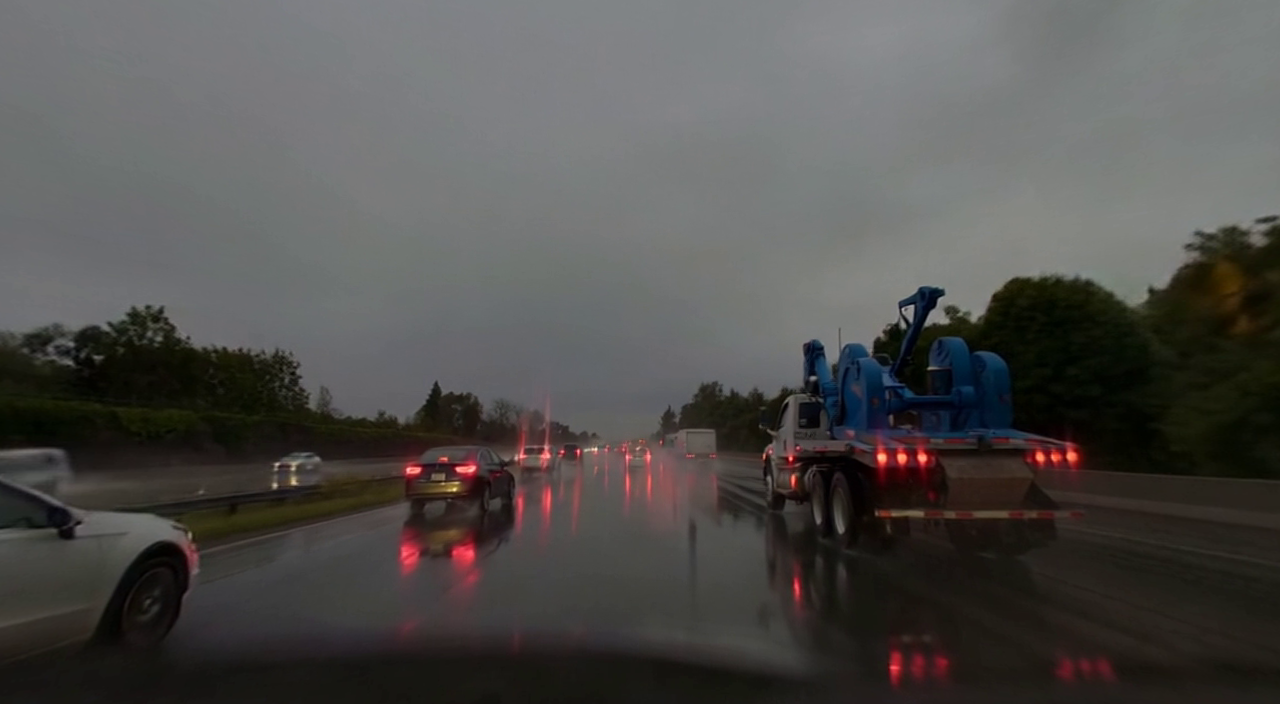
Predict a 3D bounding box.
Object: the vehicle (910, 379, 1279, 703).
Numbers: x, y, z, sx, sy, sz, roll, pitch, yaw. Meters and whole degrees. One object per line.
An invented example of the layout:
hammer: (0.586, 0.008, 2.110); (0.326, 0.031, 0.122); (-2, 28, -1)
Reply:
vehicle: (4.062, 1.047, 3.414); (2.599, 1.631, 5.693); (0, -9, -1)

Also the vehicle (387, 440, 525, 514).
vehicle: (-4.238, 2.946, 15.328); (1.880, 1.507, 4.757); (0, -9, 0)

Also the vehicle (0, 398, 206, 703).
vehicle: (-4.171, 0.917, 2.460); (1.978, 1.556, 4.119); (0, -9, 0)

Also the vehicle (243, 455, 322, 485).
vehicle: (-20.498, 6.768, 36.170); (1.914, 1.521, 4.472); (0, -9, -1)

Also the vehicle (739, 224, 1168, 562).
vehicle: (3.936, 1.016, 10.911); (2.975, 3.618, 8.456); (0, -9, 0)

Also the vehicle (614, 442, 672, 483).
vehicle: (0.049, 4.458, 25.434); (2.150, 1.498, 3.988); (0, -9, -1)

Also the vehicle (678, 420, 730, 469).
vehicle: (3.955, 5.982, 40.194); (2.416, 2.829, 7.016); (0, -9, -2)

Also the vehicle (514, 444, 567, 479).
vehicle: (-4.591, 5.111, 29.444); (1.858, 1.527, 3.974); (0, -9, 0)
